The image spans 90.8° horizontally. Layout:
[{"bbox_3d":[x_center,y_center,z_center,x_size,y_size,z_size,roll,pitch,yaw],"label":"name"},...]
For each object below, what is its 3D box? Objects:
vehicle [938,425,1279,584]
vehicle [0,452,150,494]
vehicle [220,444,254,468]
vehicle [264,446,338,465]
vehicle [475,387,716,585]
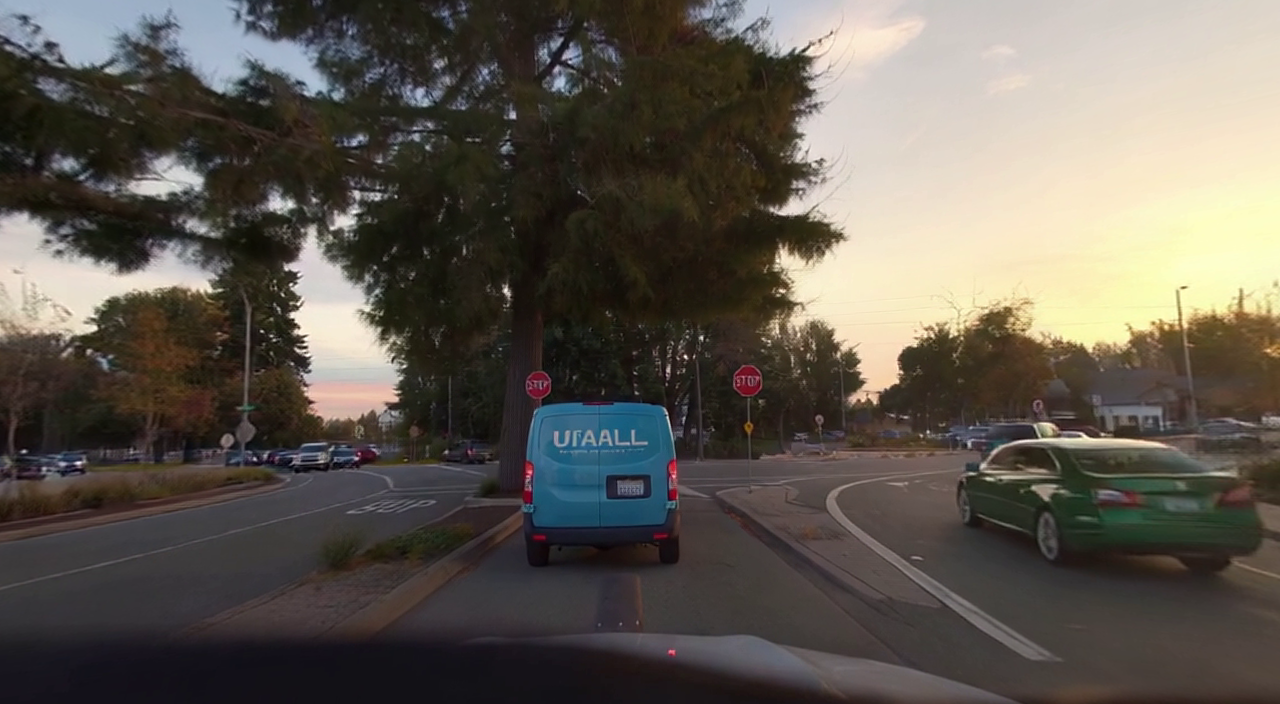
[{"bbox_3d":[5.816,1.835,8.614,2.079,1.504,4.828,-2,-9,12],"label":"vehicle"},{"bbox_3d":[-21.459,4.525,24.065,2.038,1.392,4.362,0,-9,0],"label":"vehicle"},{"bbox_3d":[-29.961,7.736,47.080,1.913,1.682,4.120,5,-10,-31],"label":"vehicle"},{"bbox_3d":[-26.217,8.018,48.978,4.670,1.472,1.851,1,-9,-8],"label":"vehicle"},{"bbox_3d":[-0.346,1.581,8.225,2.237,1.828,4.546,0,-9,2],"label":"vehicle"}]
